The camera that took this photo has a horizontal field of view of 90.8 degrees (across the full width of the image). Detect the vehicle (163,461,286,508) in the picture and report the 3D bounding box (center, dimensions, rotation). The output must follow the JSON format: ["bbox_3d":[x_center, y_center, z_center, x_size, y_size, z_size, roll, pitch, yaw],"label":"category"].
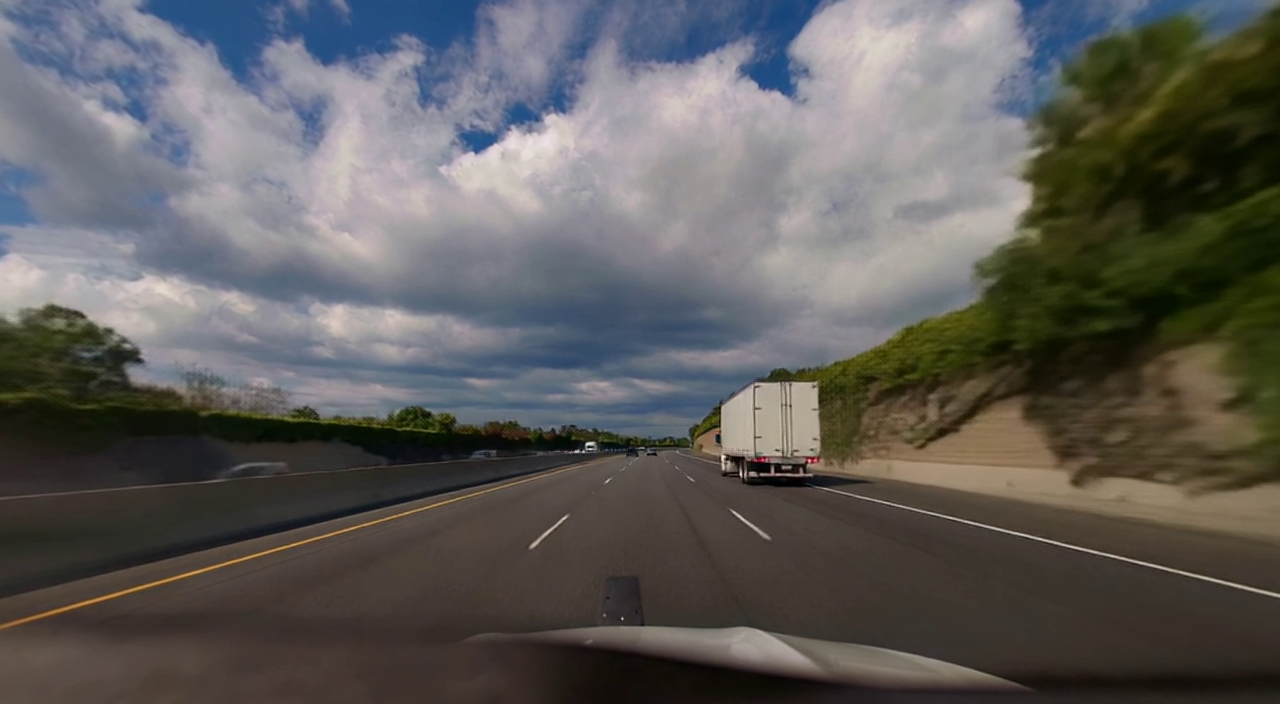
[{"bbox_3d":[-14.935,4.755,22.990,1.818,1.454,3.854,0,-9,0],"label":"vehicle"}]

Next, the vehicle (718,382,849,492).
[{"bbox_3d":[4.845,3.182,23.222,2.771,3.313,8.121,0,-9,-1],"label":"vehicle"}]
